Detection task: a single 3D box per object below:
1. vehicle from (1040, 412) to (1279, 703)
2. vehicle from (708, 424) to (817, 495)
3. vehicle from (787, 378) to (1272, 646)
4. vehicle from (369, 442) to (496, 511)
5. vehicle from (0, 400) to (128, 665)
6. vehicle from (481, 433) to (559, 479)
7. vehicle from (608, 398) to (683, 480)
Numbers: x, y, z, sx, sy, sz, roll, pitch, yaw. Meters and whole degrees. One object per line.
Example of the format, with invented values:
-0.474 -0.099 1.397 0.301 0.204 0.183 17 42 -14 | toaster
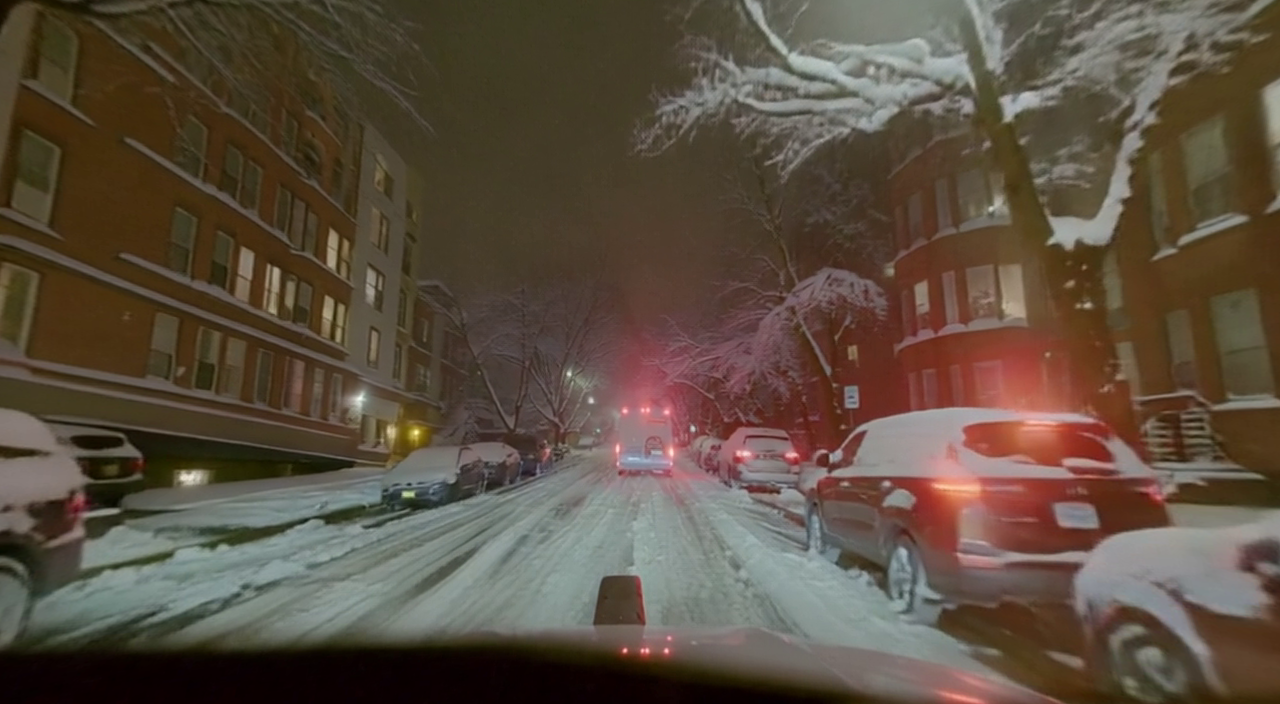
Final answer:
3.395 0.868 1.627 1.876 1.491 4.507 0 -8 2 | vehicle
3.540 3.248 19.495 2.232 1.860 5.593 0 -8 0 | vehicle
3.306 1.474 6.974 2.152 1.868 4.976 0 -8 0 | vehicle
-5.412 3.254 17.193 1.967 1.492 4.781 -3 -8 -2 | vehicle
-5.237 1.030 3.008 1.923 1.755 4.316 0 -8 0 | vehicle
-5.311 4.691 28.842 2.326 1.774 5.757 -2 -8 1 | vehicle
0.164 3.763 27.269 2.754 3.008 7.730 0 -8 0 | vehicle
